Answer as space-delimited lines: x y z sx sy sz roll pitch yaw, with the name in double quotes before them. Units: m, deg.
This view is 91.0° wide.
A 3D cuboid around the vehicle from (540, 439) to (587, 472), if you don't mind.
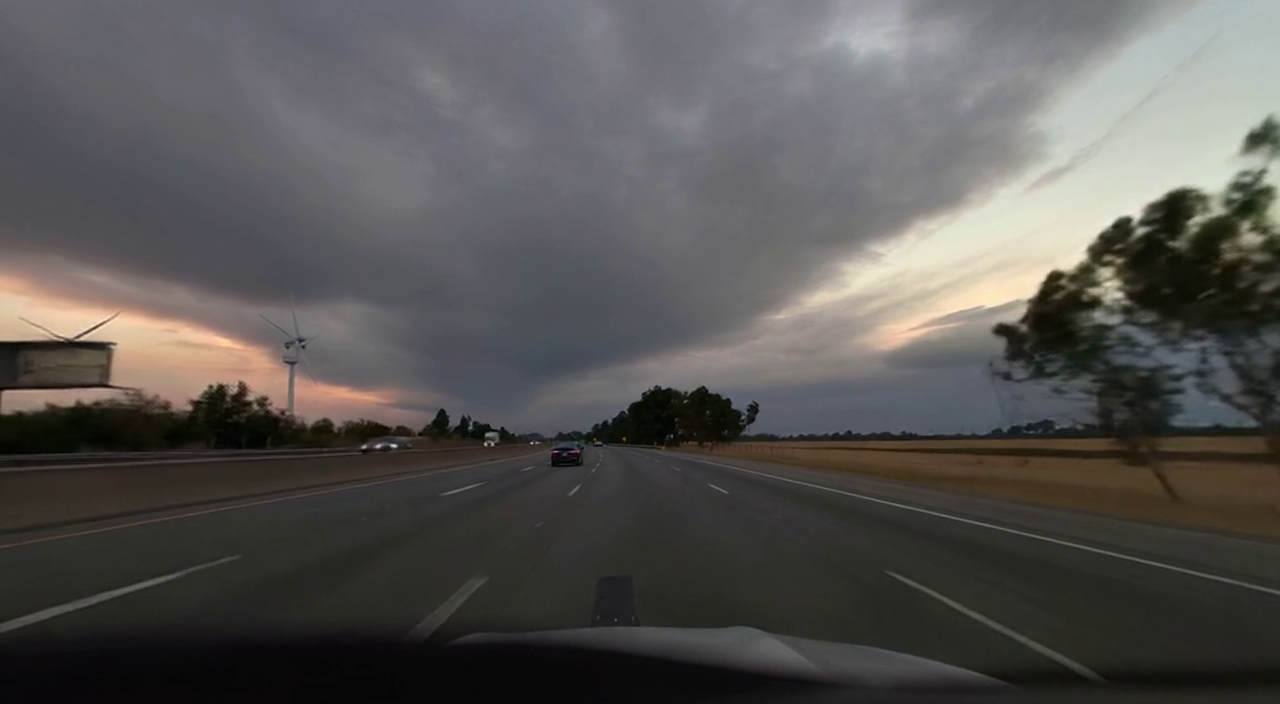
"vehicle" -3.828 5.230 32.118 2.053 1.549 4.097 0 -8 -2
